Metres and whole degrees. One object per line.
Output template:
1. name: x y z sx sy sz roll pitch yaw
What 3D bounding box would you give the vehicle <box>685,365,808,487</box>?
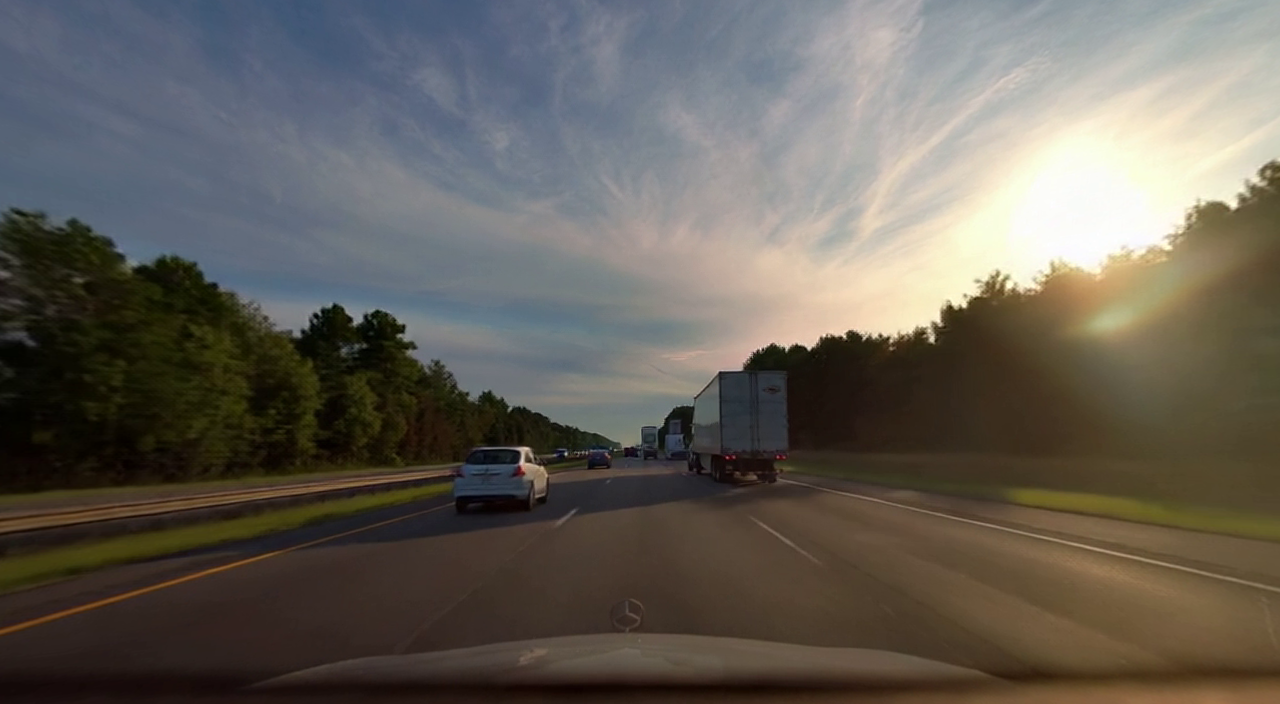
1. vehicle: 4.087 3.597 28.433 2.974 4.083 14.389 0 -9 0

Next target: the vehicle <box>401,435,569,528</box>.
1. vehicle: -2.863 2.548 13.045 2.104 1.526 4.940 0 -9 2

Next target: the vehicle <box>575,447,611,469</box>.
1. vehicle: -3.263 7.457 44.480 2.121 1.445 4.651 0 -9 1
